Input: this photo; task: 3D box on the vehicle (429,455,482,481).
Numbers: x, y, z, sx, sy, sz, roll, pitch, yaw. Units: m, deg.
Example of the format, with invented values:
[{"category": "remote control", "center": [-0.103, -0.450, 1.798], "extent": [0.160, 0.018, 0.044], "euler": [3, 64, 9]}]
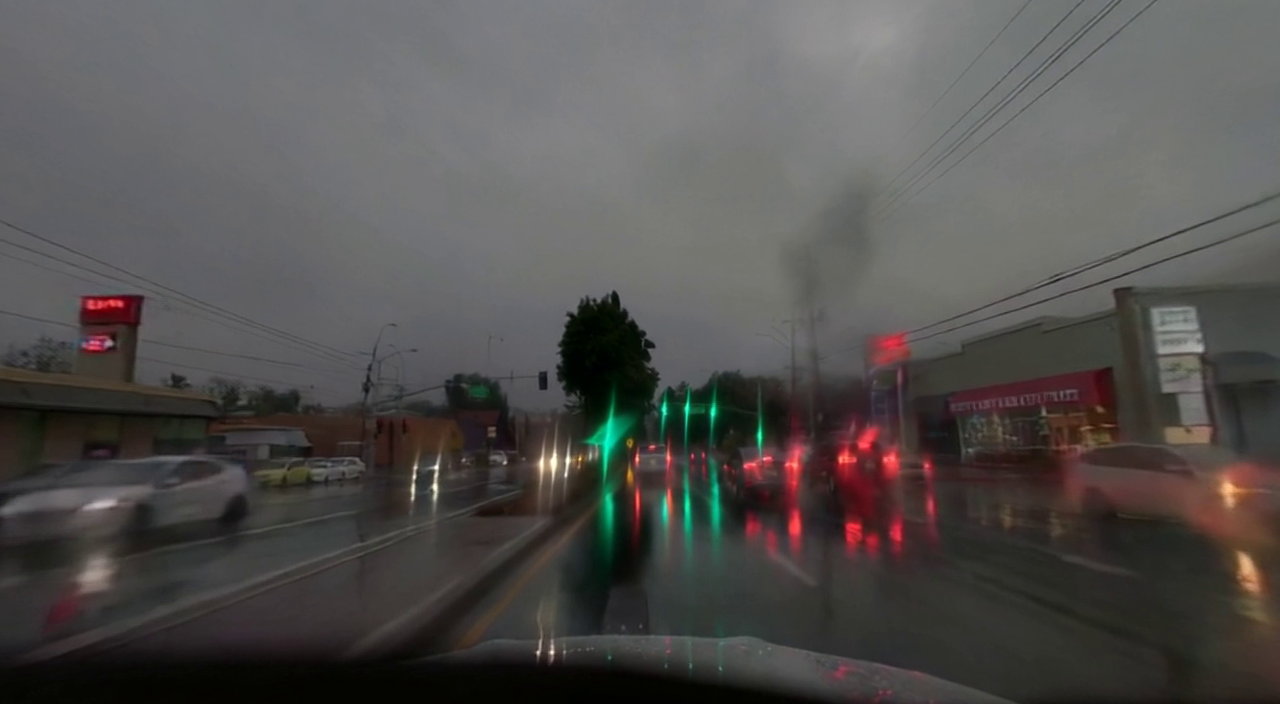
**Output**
[{"category": "vehicle", "center": [-11.675, 7.367, 40.124], "extent": [2.087, 1.499, 3.939], "euler": [0, -9, 1]}]

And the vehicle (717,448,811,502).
[{"category": "vehicle", "center": [3.701, 3.741, 19.719], "extent": [1.963, 1.484, 4.609], "euler": [0, -9, 0]}]

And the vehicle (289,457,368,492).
[{"category": "vehicle", "center": [-15.289, 5.983, 31.193], "extent": [1.798, 1.541, 4.002], "euler": [0, -9, 0]}]

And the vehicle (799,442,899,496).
[{"category": "vehicle", "center": [7.361, 4.141, 22.749], "extent": [2.040, 1.738, 4.414], "euler": [0, -9, -1]}]

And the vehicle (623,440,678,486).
[{"category": "vehicle", "center": [0.436, 4.862, 27.968], "extent": [2.210, 1.861, 4.280], "euler": [0, -9, 0]}]

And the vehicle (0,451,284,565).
[{"category": "vehicle", "center": [-8.465, 2.426, 10.701], "extent": [2.078, 1.465, 4.632], "euler": [0, -9, 1]}]

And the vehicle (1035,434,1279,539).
[{"category": "vehicle", "center": [10.636, 2.610, 12.836], "extent": [2.106, 1.712, 4.769], "euler": [0, -9, 1]}]

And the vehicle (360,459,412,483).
[{"category": "vehicle", "center": [-18.092, 8.467, 45.182], "extent": [1.843, 1.468, 4.475], "euler": [0, -8, 1]}]
